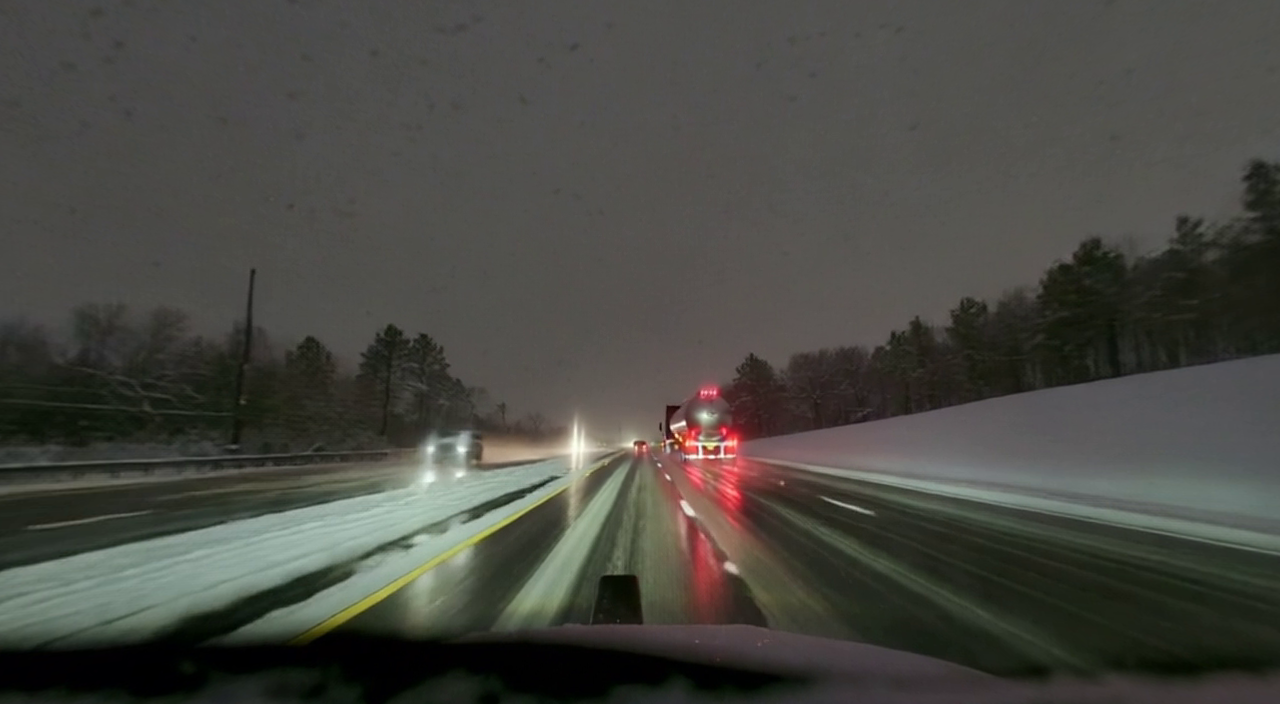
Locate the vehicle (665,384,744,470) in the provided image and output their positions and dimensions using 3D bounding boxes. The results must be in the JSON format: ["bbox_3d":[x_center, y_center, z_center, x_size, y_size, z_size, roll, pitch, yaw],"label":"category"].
[{"bbox_3d":[3.049,4.061,33.356,2.946,3.745,11.516,0,-8,0],"label":"vehicle"}]

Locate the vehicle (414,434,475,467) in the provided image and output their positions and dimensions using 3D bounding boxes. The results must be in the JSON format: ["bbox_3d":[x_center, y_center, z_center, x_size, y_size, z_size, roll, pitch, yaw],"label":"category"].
[{"bbox_3d":[-11.920,6.024,38.769,2.110,1.862,4.998,0,-8,0],"label":"vehicle"}]
